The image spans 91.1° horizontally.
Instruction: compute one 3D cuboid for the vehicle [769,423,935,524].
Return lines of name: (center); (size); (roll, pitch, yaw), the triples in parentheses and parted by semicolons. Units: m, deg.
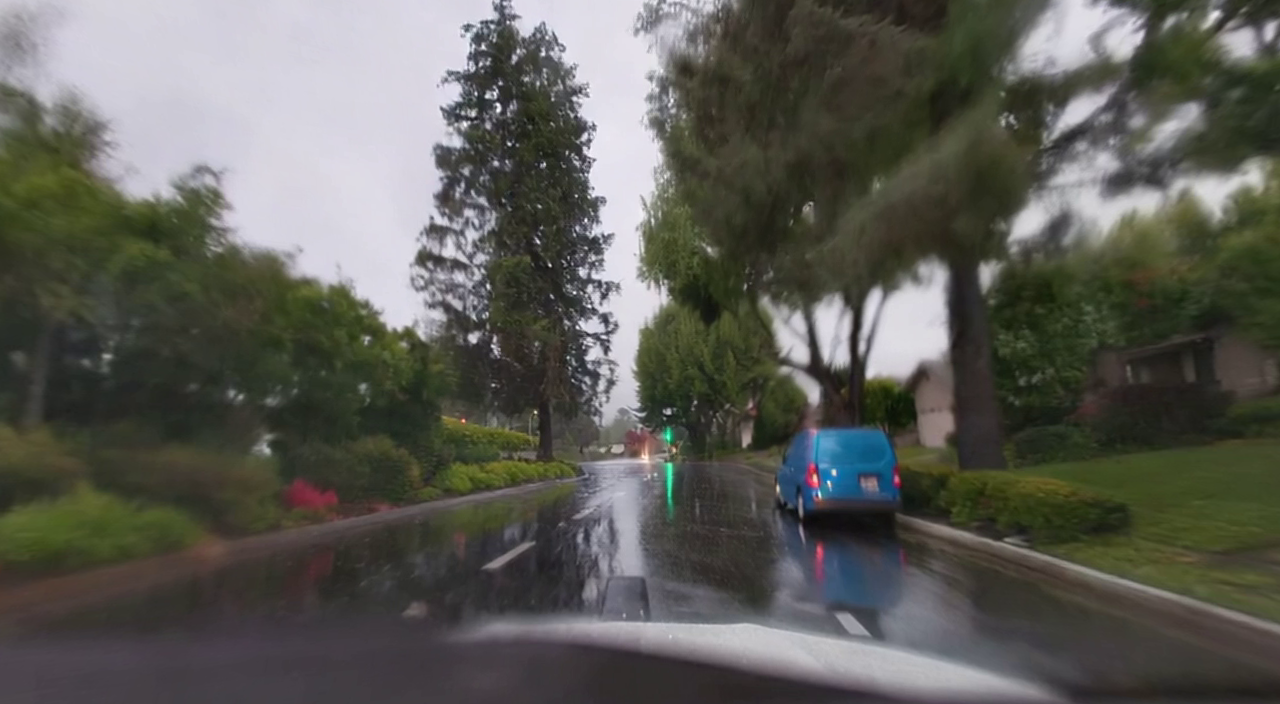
vehicle: (4.426, 2.621, 14.100); (2.323, 1.849, 4.691); (0, -9, 3)
